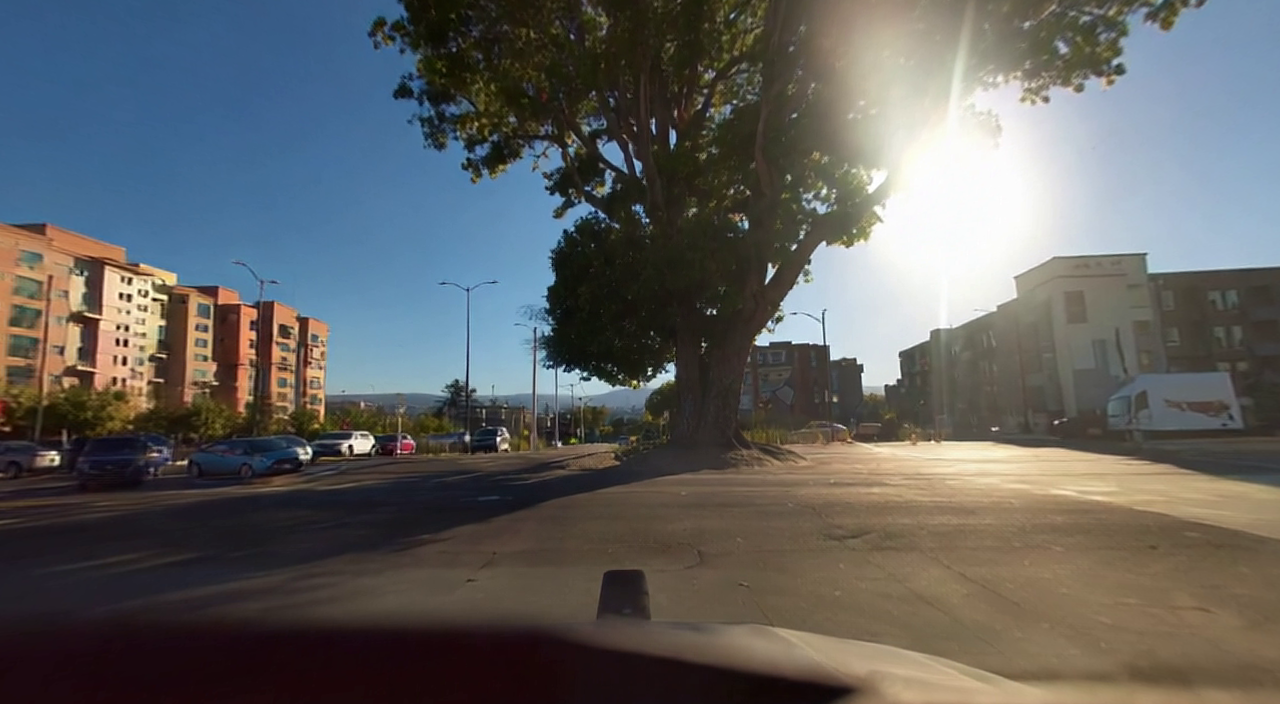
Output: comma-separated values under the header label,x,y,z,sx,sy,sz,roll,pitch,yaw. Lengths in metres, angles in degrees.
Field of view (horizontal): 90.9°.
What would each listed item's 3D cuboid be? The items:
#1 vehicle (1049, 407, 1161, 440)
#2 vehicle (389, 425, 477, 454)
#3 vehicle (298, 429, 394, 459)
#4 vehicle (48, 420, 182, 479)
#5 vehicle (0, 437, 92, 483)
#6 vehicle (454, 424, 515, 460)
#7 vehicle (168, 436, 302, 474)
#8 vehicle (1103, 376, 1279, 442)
label,x,y,z,sx,sy,sz,roll,pitch,yaw
vehicle,29.763,4.594,40.447,5.277,2.032,2.408,0,-7,-2
vehicle,-14.733,6.275,45.177,5.557,1.934,2.060,0,-9,-2
vehicle,-16.963,5.346,36.563,2.010,1.583,4.582,-6,-10,35
vehicle,-21.294,3.967,25.672,3.506,2.261,2.158,-1,-9,6
vehicle,-25.847,4.456,26.131,4.696,1.801,1.948,-1,-9,8
vehicle,-7.987,4.686,32.910,2.156,1.620,4.945,3,-8,-4
vehicle,-16.112,4.113,25.175,4.233,1.432,1.755,-1,-9,7
vehicle,33.867,3.392,37.321,10.986,3.604,2.707,0,-8,-5
